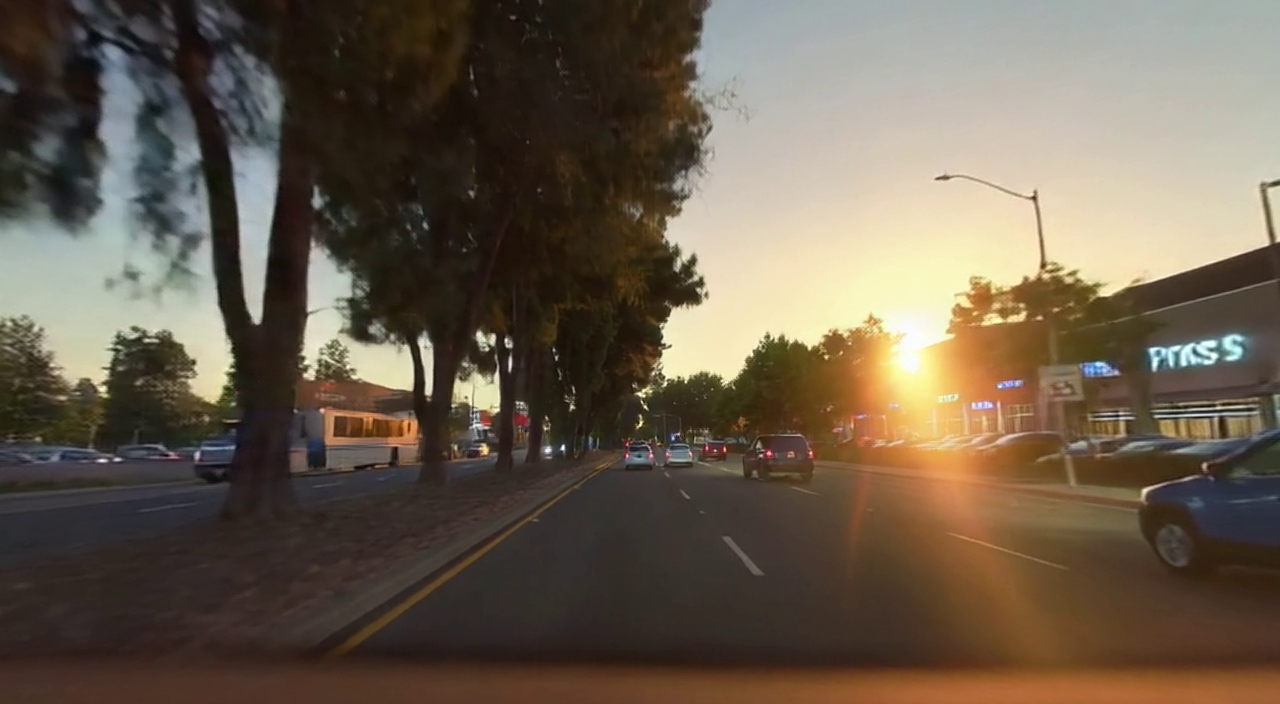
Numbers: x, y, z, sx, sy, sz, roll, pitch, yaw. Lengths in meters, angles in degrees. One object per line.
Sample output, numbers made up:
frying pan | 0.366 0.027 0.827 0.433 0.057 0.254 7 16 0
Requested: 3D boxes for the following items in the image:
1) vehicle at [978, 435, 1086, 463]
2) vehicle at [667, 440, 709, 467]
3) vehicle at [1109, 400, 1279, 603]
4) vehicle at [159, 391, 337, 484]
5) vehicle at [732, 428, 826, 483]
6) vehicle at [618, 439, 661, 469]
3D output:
vehicle | 20.179 4.996 32.640 4.342 1.388 1.946 0 -8 -2
vehicle | 2.641 5.659 35.382 1.970 1.402 3.756 0 -8 -1
vehicle | 6.222 1.177 4.828 1.949 1.647 4.261 0 -8 0
vehicle | -19.210 4.345 31.967 2.999 4.017 8.806 0 -8 2
vehicle | 4.953 3.760 23.328 2.140 1.811 4.593 1 -8 -4
vehicle | -0.042 5.250 32.682 2.056 1.440 3.798 0 -8 -1
